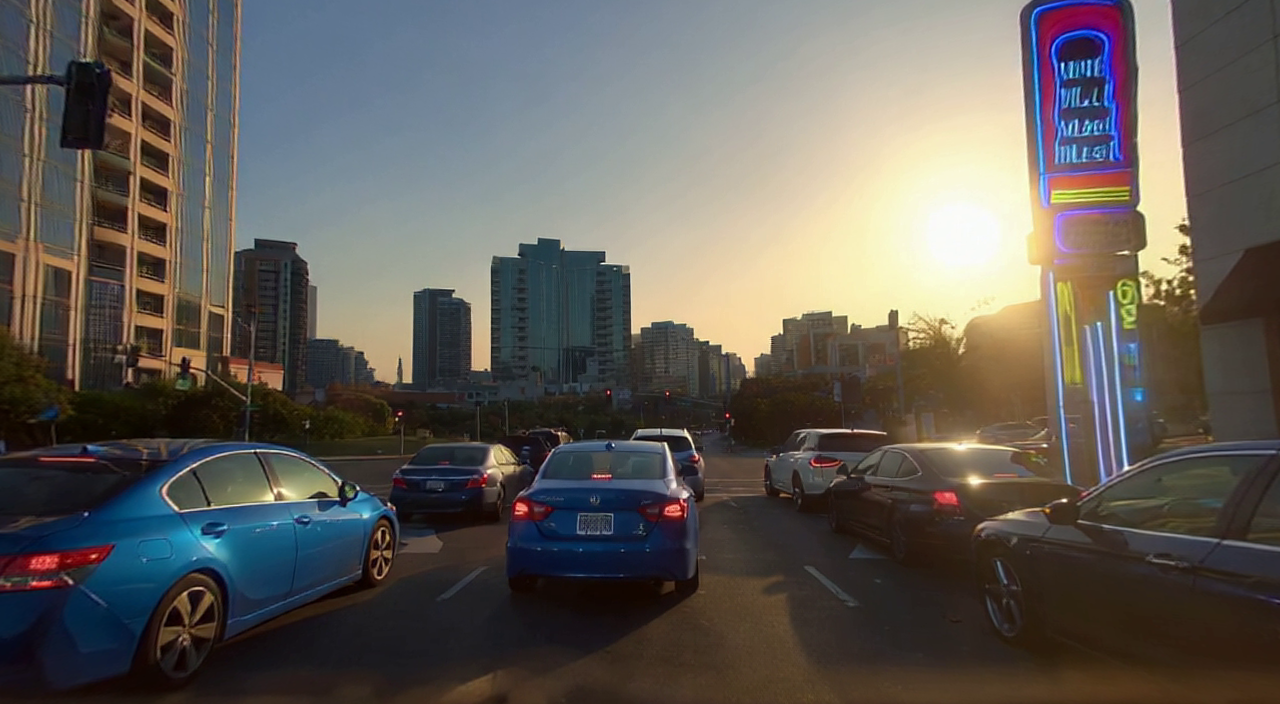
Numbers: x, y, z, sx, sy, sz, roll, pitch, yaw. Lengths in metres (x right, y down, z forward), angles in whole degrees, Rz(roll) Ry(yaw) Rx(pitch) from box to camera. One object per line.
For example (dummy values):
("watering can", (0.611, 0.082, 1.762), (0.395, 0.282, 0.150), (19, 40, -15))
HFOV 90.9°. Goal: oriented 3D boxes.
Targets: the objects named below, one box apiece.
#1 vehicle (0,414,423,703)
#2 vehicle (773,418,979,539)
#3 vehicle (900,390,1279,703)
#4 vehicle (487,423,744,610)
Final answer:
("vehicle", (-3.409, 1.301, 4.717), (1.980, 1.454, 4.226), (0, -8, 1))
("vehicle", (3.767, 2.095, 11.007), (2.007, 1.683, 4.171), (0, -8, 1))
("vehicle", (3.430, 1.092, 3.693), (1.981, 1.499, 4.536), (0, -8, 2))
("vehicle", (-0.184, 1.623, 7.128), (2.059, 1.477, 3.988), (0, -8, 1))
